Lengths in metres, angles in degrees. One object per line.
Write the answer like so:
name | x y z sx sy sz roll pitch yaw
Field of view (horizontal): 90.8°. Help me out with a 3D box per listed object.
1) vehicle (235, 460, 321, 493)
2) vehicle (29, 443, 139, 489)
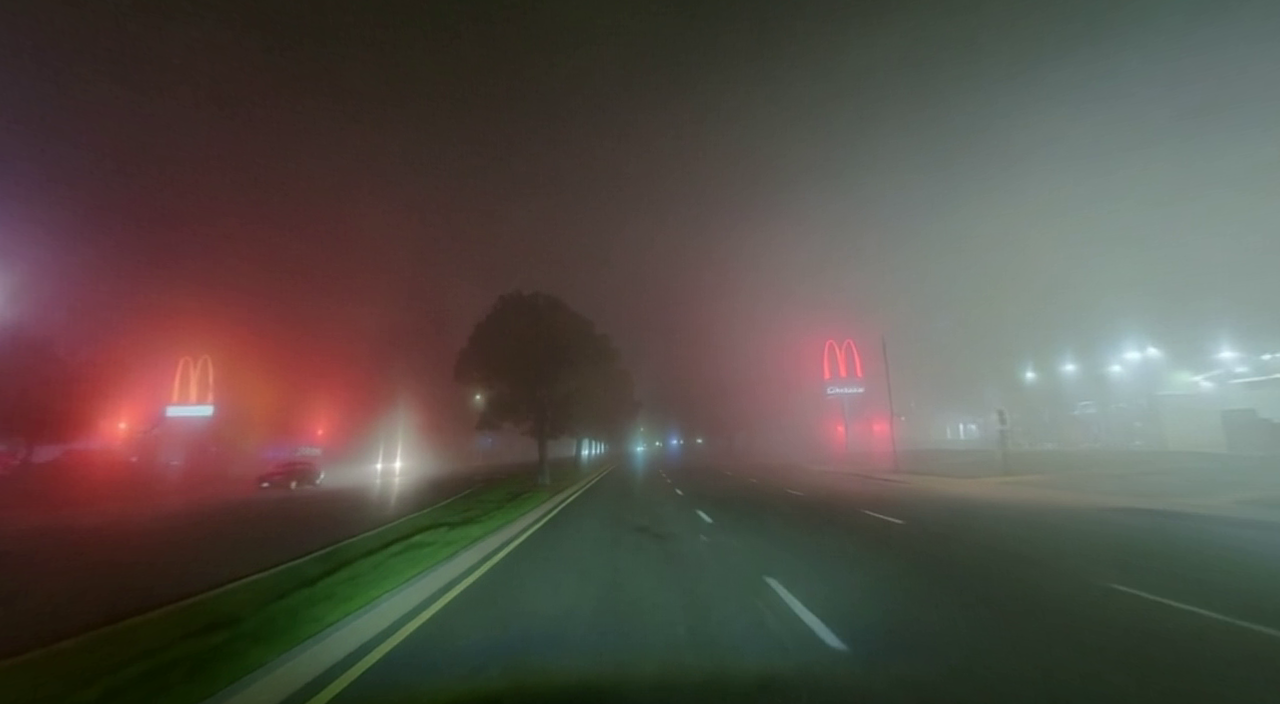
vehicle | -19.342 6.650 34.016 2.012 1.471 4.613 -2 -8 -2
vehicle | -29.715 6.008 33.731 5.867 2.279 2.342 -5 -10 28
